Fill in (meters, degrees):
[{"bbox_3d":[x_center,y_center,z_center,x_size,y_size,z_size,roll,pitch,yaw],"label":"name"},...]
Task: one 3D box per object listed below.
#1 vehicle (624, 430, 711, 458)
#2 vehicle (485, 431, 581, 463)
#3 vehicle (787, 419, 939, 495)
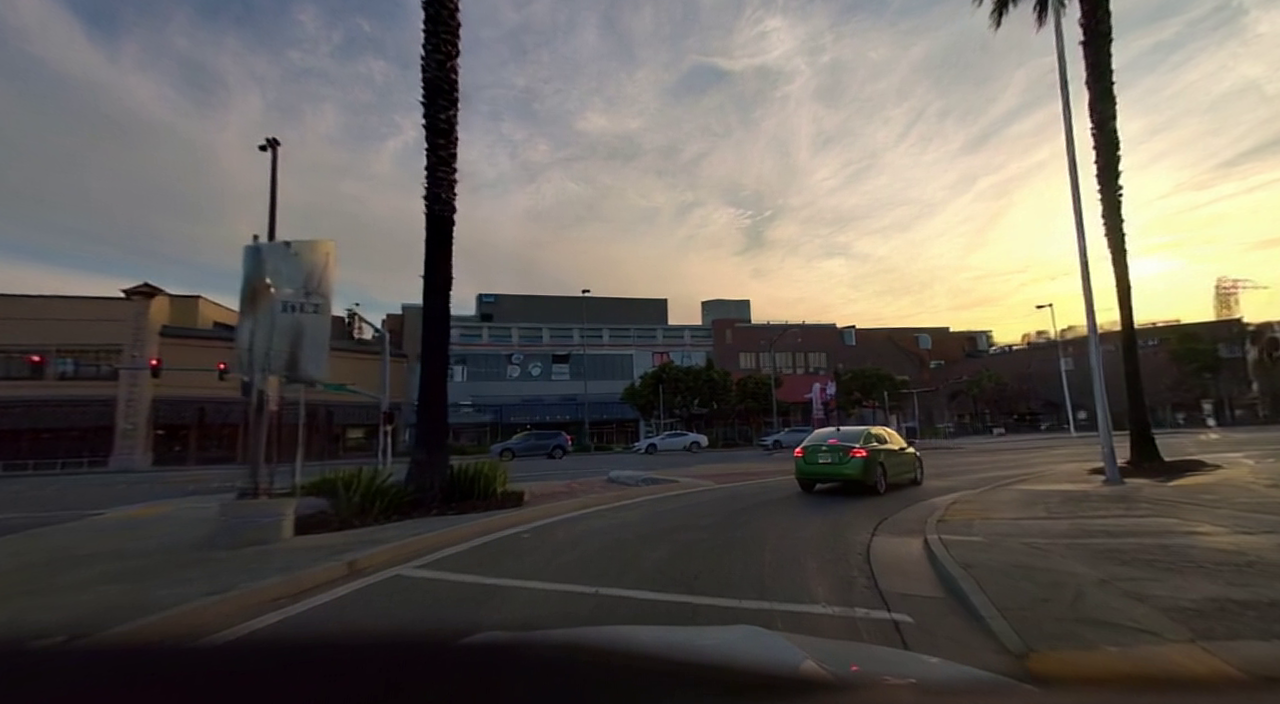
[{"bbox_3d":[1.544,5.199,35.731,4.515,1.492,1.871,1,-9,-14],"label":"vehicle"},{"bbox_3d":[-5.706,5.018,33.521,4.757,1.633,1.932,2,-8,-17],"label":"vehicle"},{"bbox_3d":[5.423,2.441,14.965,2.070,1.493,4.570,-6,-11,36],"label":"vehicle"}]
